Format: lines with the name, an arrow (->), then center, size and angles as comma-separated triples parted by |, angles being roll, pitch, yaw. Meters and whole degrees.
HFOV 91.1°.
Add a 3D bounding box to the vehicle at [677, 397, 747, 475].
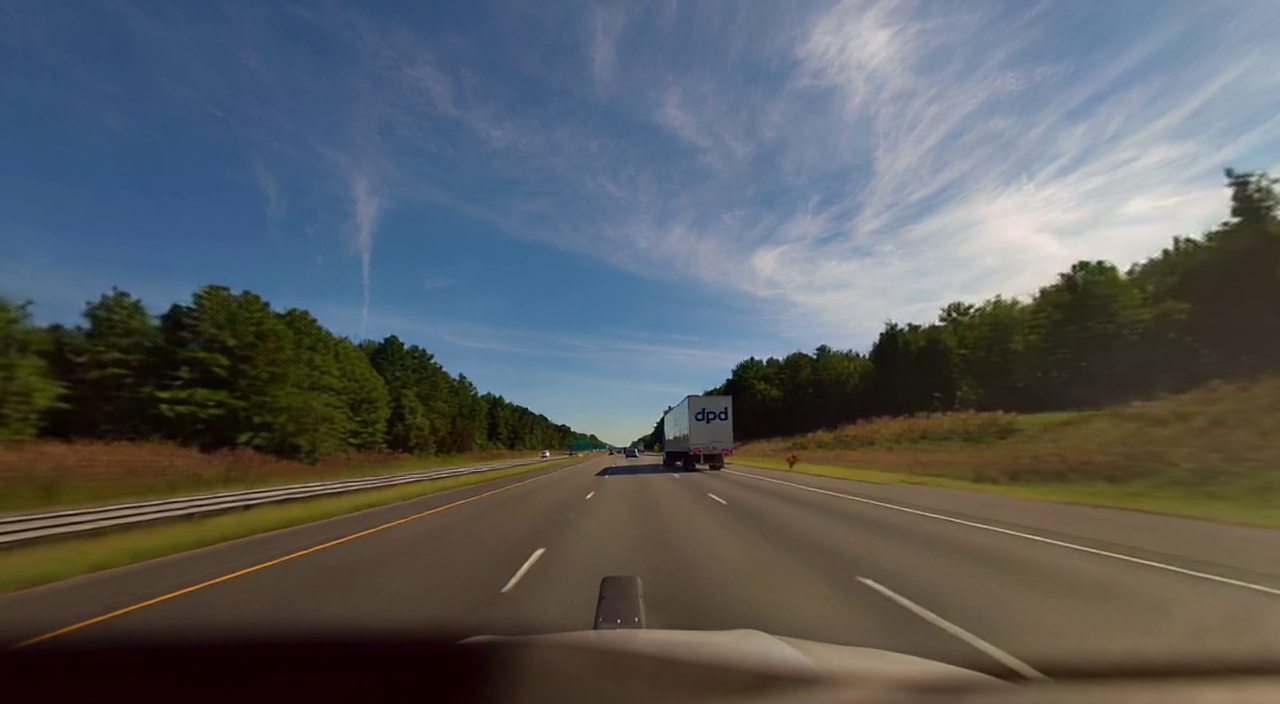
vehicle -> 3.897, 4.894, 36.118 | 2.856, 3.933, 8.334 | 0, -9, -1
